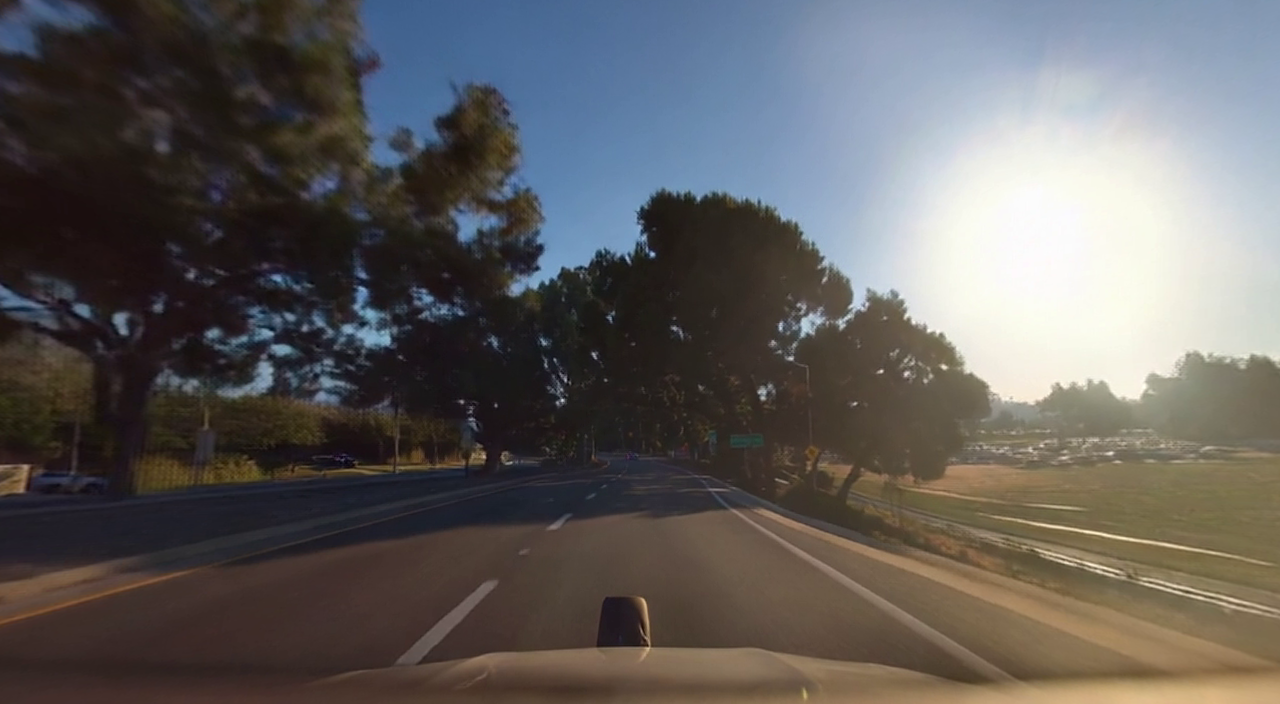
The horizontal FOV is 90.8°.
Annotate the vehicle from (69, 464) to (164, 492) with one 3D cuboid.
[{"bbox_3d":[-41.077,9.865,49.675,5.552,2.047,2.384,-1,-9,6],"label":"vehicle"}]

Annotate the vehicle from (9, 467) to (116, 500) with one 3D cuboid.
[{"bbox_3d":[-40.820,9.331,44.763,5.468,1.817,2.212,-5,-13,2],"label":"vehicle"}]
